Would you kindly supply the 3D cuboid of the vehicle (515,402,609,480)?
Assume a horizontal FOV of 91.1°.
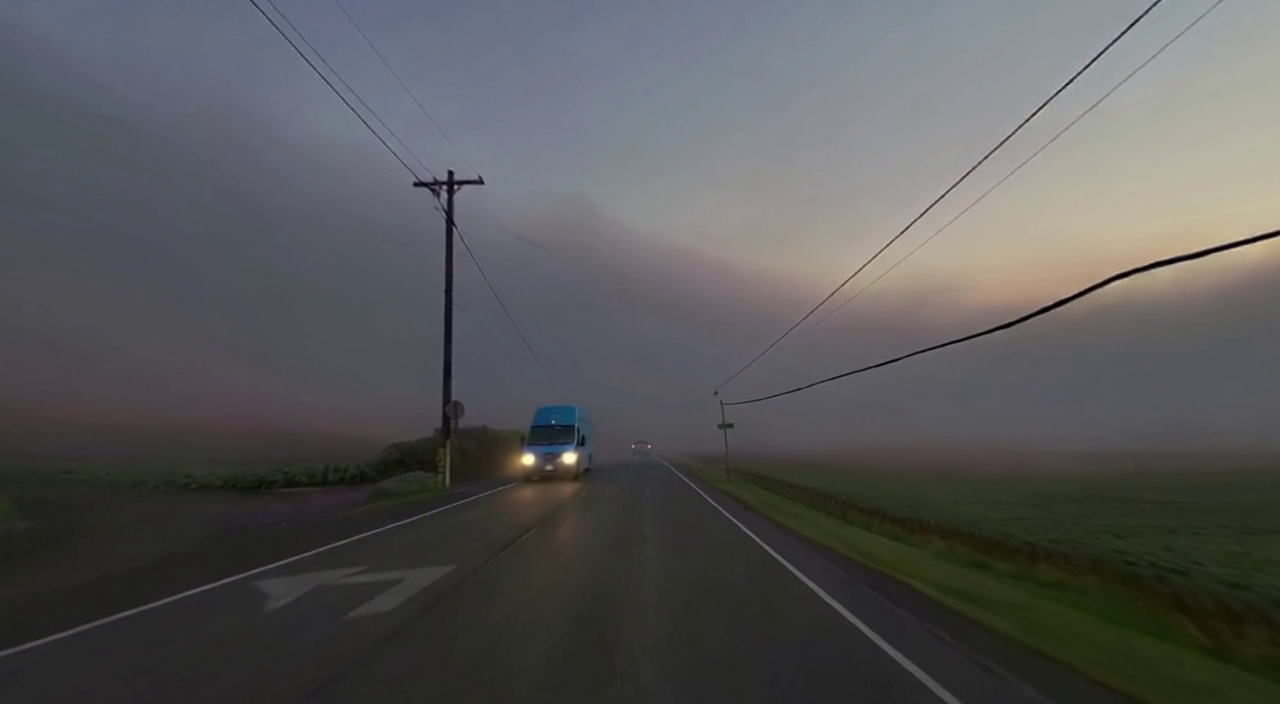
[{"bbox_3d":[-3.437,4.275,29.972,3.183,3.230,7.566,0,-9,2],"label":"vehicle"}]
